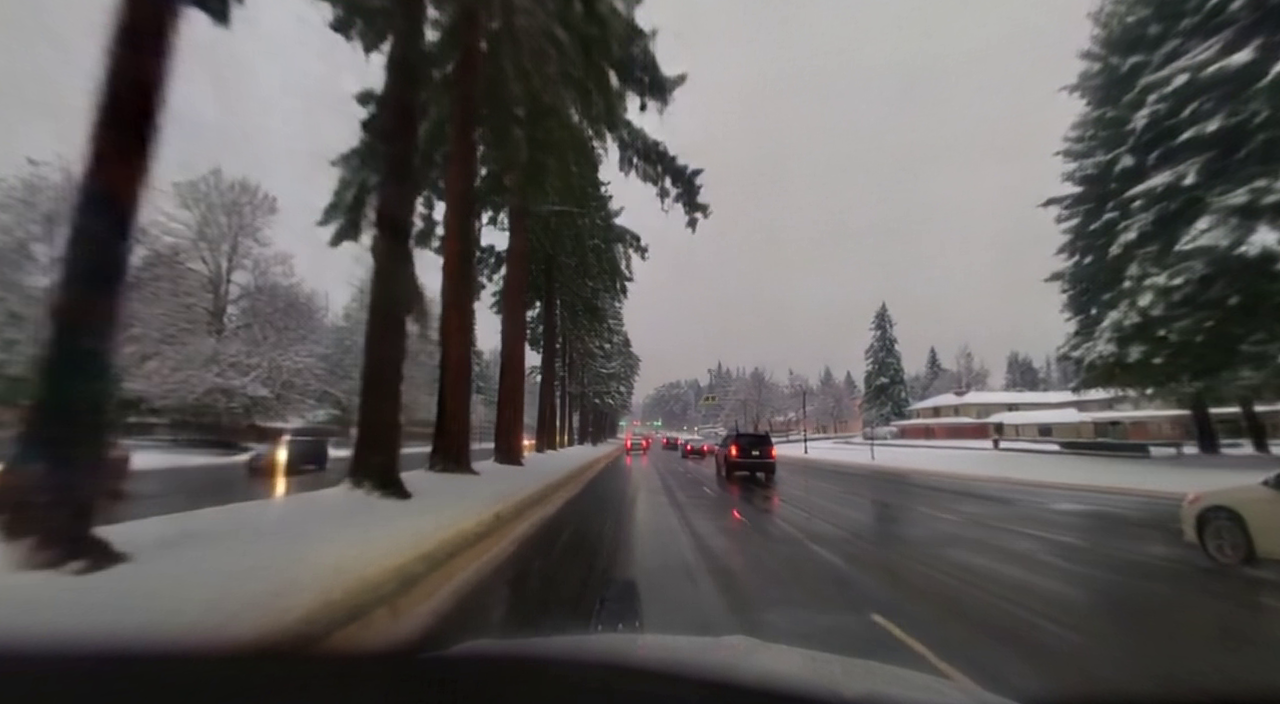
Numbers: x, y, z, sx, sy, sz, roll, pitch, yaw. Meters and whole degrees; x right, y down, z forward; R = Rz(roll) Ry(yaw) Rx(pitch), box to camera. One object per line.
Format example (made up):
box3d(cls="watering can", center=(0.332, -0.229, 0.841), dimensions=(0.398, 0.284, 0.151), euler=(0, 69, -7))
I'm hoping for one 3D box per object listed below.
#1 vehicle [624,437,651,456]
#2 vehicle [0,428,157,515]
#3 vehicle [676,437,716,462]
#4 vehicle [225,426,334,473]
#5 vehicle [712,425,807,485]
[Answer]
box3d(cls="vehicle", center=(-0.225, 7.463, 49.881), dimensions=(1.988, 1.418, 4.214), euler=(0, -8, -1))
box3d(cls="vehicle", center=(-12.034, 2.249, 12.183), dimensions=(1.938, 1.487, 4.442), euler=(0, -8, 0))
box3d(cls="vehicle", center=(3.476, 6.159, 39.960), dimensions=(2.064, 1.474, 4.389), euler=(0, -8, -1))
box3d(cls="vehicle", center=(-16.135, 4.404, 28.672), dimensions=(2.026, 1.911, 4.933), euler=(0, -8, 0))
box3d(cls="vehicle", center=(3.939, 3.511, 21.762), dimensions=(2.209, 1.813, 4.724), euler=(0, -8, -2))
